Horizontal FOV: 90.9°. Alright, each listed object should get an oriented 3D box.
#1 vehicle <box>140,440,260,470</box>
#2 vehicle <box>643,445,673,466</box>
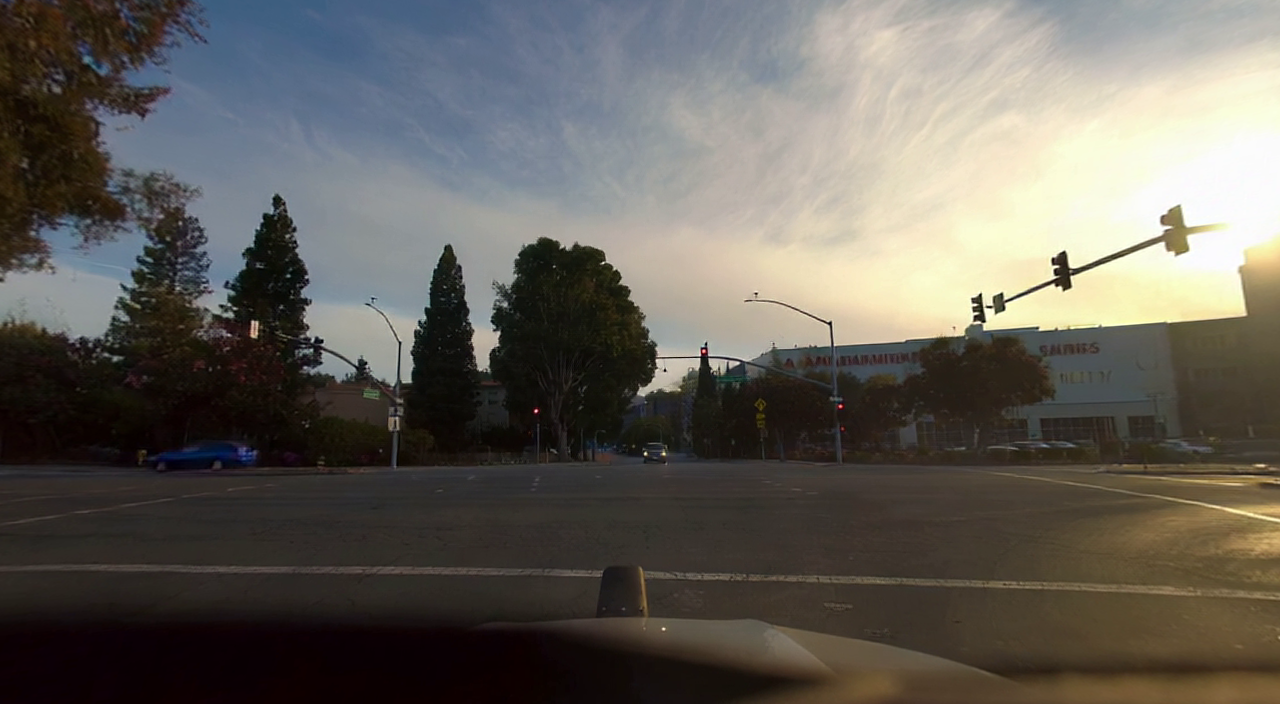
[{"bbox_3d":[-22.121,5.198,31.813,4.681,1.465,1.820,0,-9,1],"label":"vehicle"},{"bbox_3d":[1.279,7.631,46.465,2.132,1.449,4.235,0,-9,0],"label":"vehicle"}]
